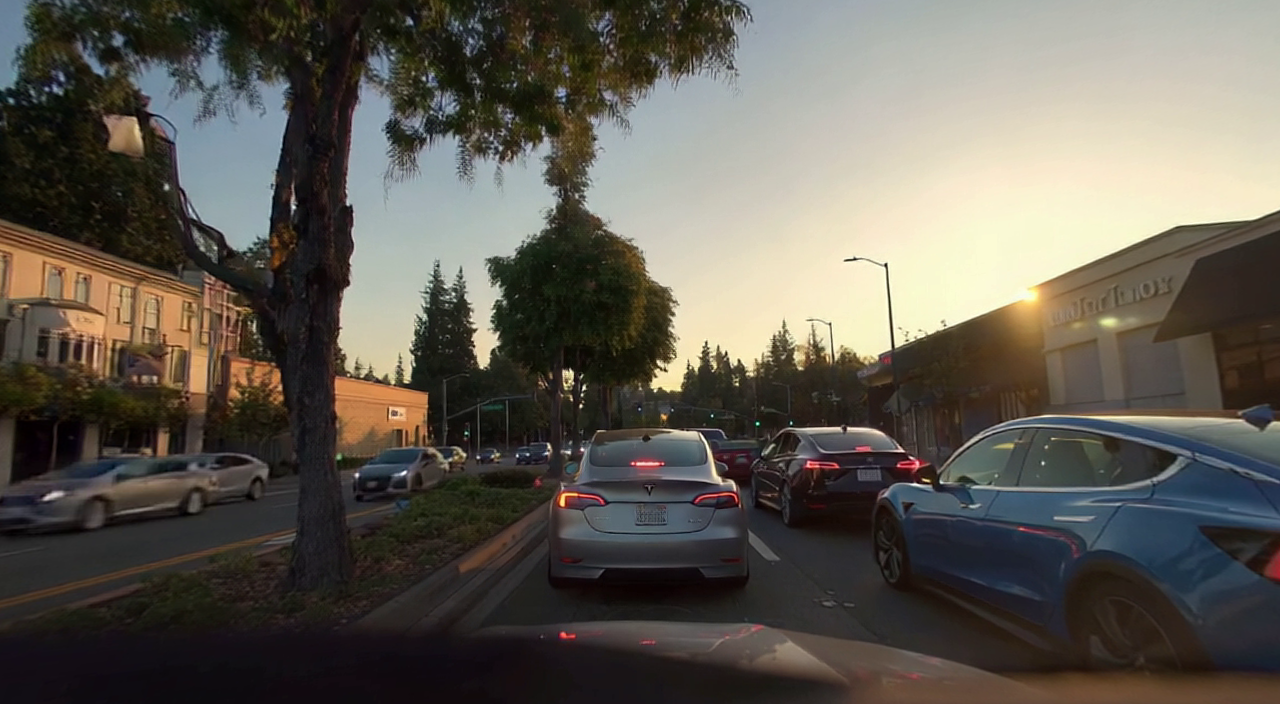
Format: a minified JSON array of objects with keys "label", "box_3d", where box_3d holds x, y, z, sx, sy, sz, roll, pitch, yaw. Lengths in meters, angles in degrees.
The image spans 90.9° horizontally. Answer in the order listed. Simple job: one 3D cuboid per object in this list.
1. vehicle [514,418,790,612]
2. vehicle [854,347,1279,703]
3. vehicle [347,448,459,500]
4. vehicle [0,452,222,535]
[{"label":"vehicle","box_3d":[0.102,1.558,6.935,2.137,1.488,3.938,0,-8,0]},{"label":"vehicle","box_3d":[3.194,1.098,4.071,2.038,1.651,4.455,0,-8,0]},{"label":"vehicle","box_3d":[-7.619,3.929,20.760,1.979,1.490,4.225,0,-8,1]},{"label":"vehicle","box_3d":[-11.806,3.010,14.073,1.892,1.479,4.355,0,-8,1]}]
